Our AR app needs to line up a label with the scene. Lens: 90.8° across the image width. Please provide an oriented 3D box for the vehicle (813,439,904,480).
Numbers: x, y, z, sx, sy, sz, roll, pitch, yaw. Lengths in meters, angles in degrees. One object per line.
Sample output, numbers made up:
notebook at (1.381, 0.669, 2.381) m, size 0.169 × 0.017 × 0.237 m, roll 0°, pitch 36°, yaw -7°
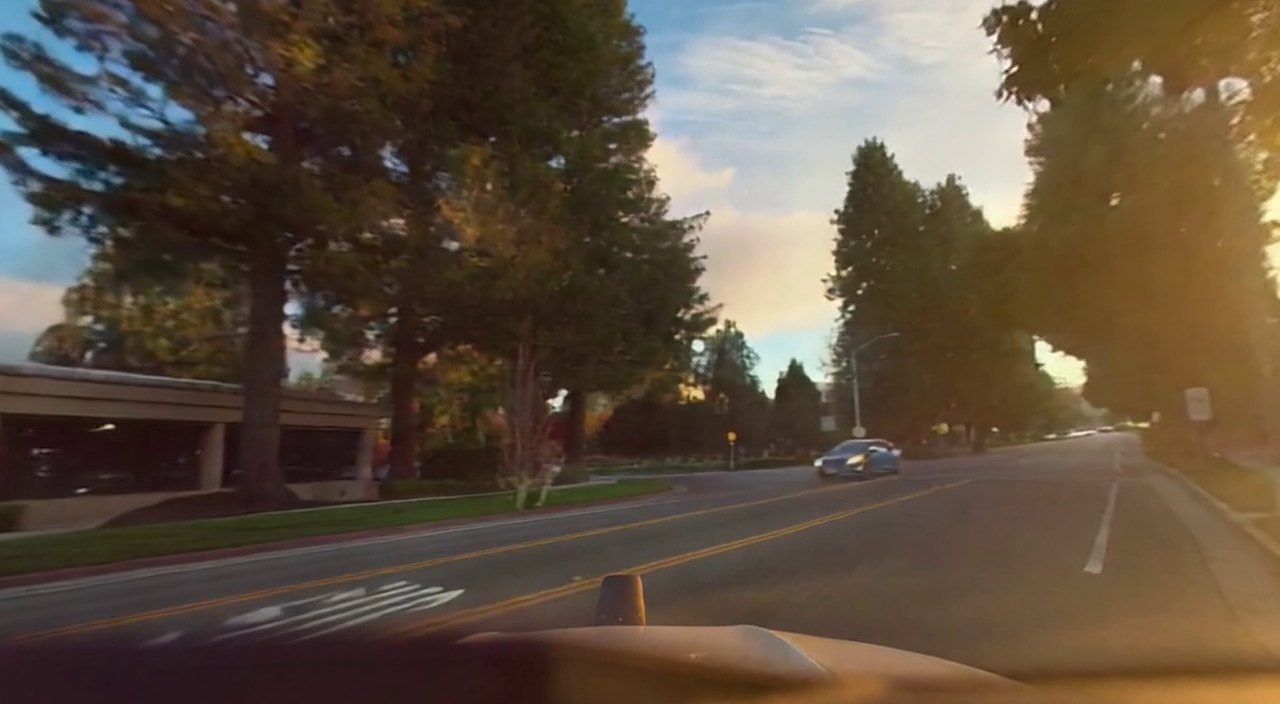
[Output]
vehicle at (8.744, 4.205, 25.083) m, size 1.926 × 1.465 × 4.433 m, roll -8°, pitch -11°, yaw 38°

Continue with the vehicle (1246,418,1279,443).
vehicle at (46.362, 5.798, 46.534) m, size 2.039 × 1.707 × 4.518 m, roll -8°, pitch -11°, yaw 40°
